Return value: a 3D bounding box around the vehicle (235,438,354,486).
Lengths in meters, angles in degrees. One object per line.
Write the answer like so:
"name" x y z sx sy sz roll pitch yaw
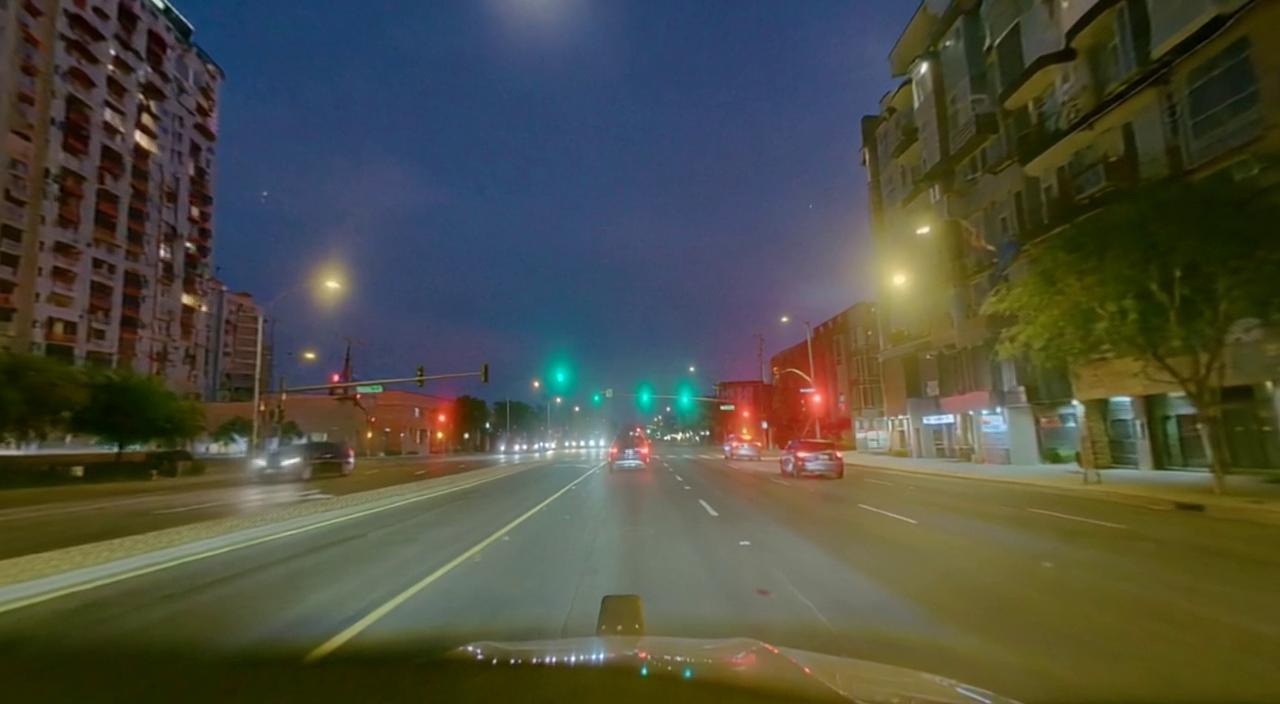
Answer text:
"vehicle" -13.508 4.311 25.049 1.858 1.686 4.330 -1 -9 7

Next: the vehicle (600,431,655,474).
"vehicle" -0.461 4.028 25.467 2.032 1.593 3.896 0 -9 0

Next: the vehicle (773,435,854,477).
"vehicle" 6.312 3.846 23.499 1.768 1.417 4.213 0 -9 -1

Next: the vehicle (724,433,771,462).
"vehicle" 6.293 5.676 37.539 1.963 1.611 4.359 0 -9 -1
